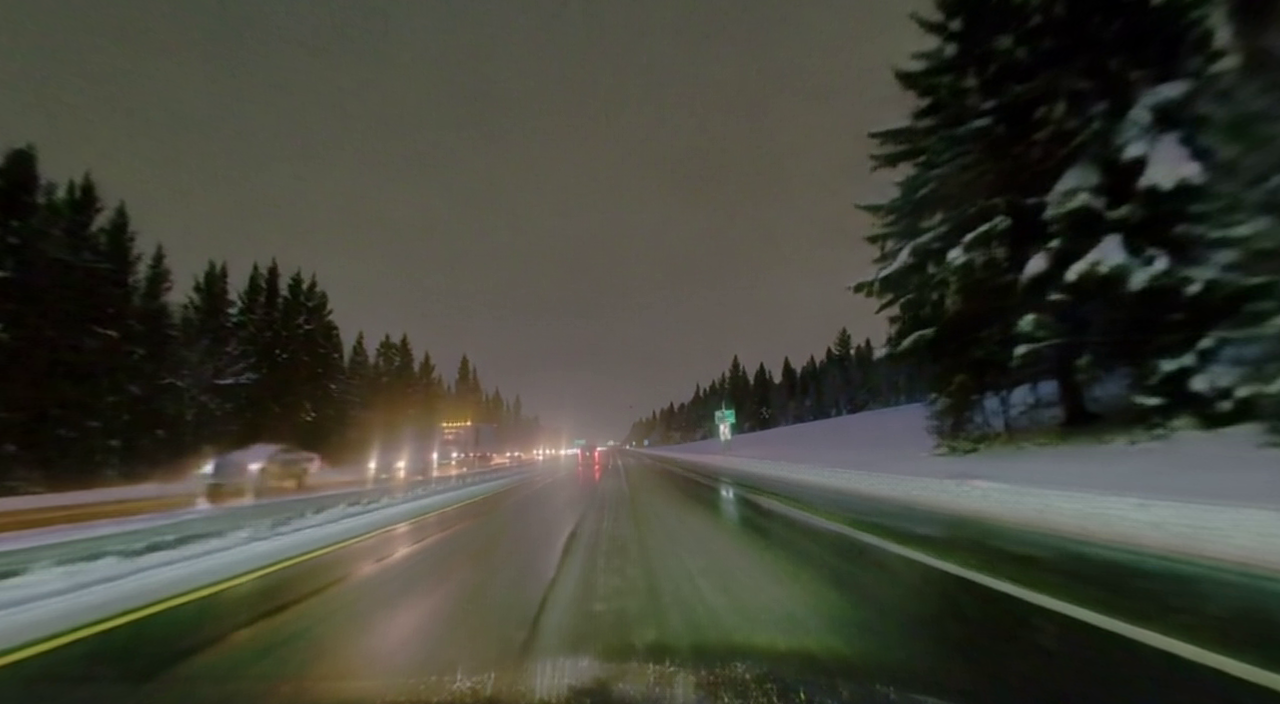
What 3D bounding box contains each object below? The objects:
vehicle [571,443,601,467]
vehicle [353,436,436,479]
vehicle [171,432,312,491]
[{"bbox_3d":[-3.959,7.655,46.589,2.098,1.692,4.038,0,-9,-2],"label":"vehicle"},{"bbox_3d":[-11.946,5.180,30.911,2.207,1.926,4.777,0,-9,-2],"label":"vehicle"},{"bbox_3d":[-15.557,4.293,24.930,2.209,2.067,5.308,0,-9,-2],"label":"vehicle"}]
